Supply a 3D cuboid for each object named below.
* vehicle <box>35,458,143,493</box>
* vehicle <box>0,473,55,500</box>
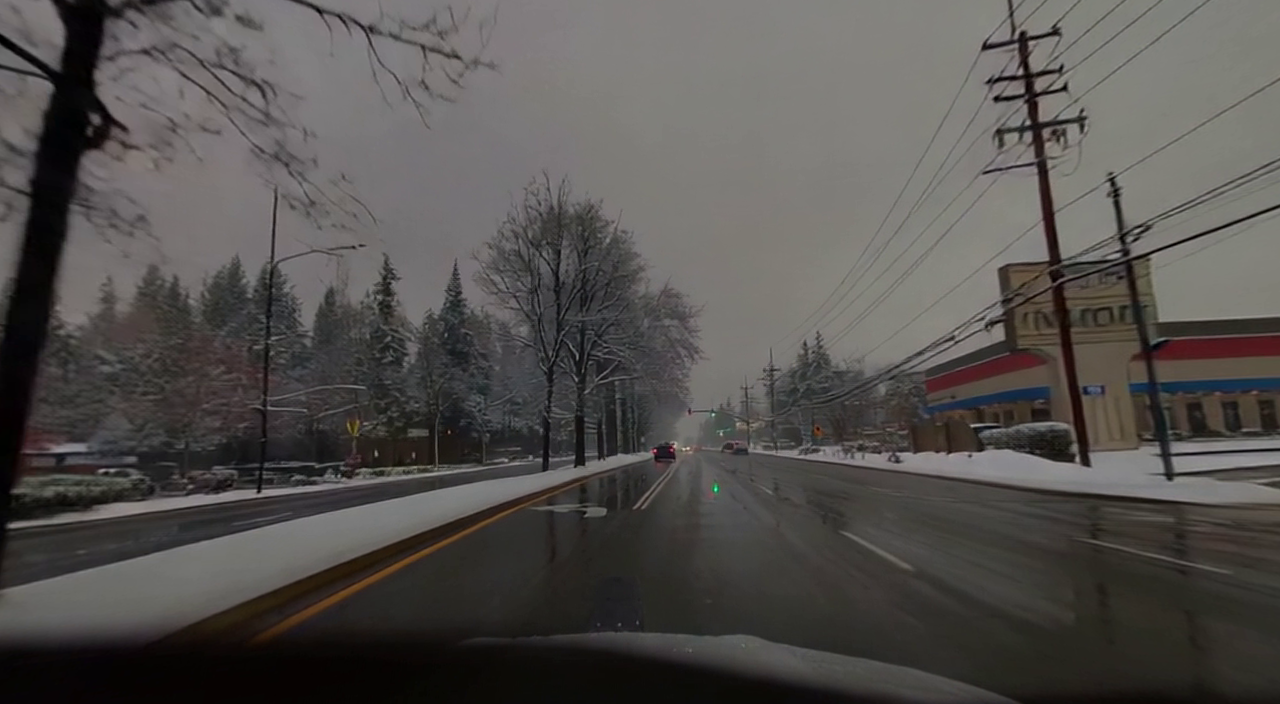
[{"bbox_3d":[-30.847,6.907,35.470,4.137,1.733,2.016,2,-10,3],"label":"vehicle"},{"bbox_3d":[-42.973,9.061,42.569,2.035,1.594,4.977,-1,-8,5],"label":"vehicle"}]
